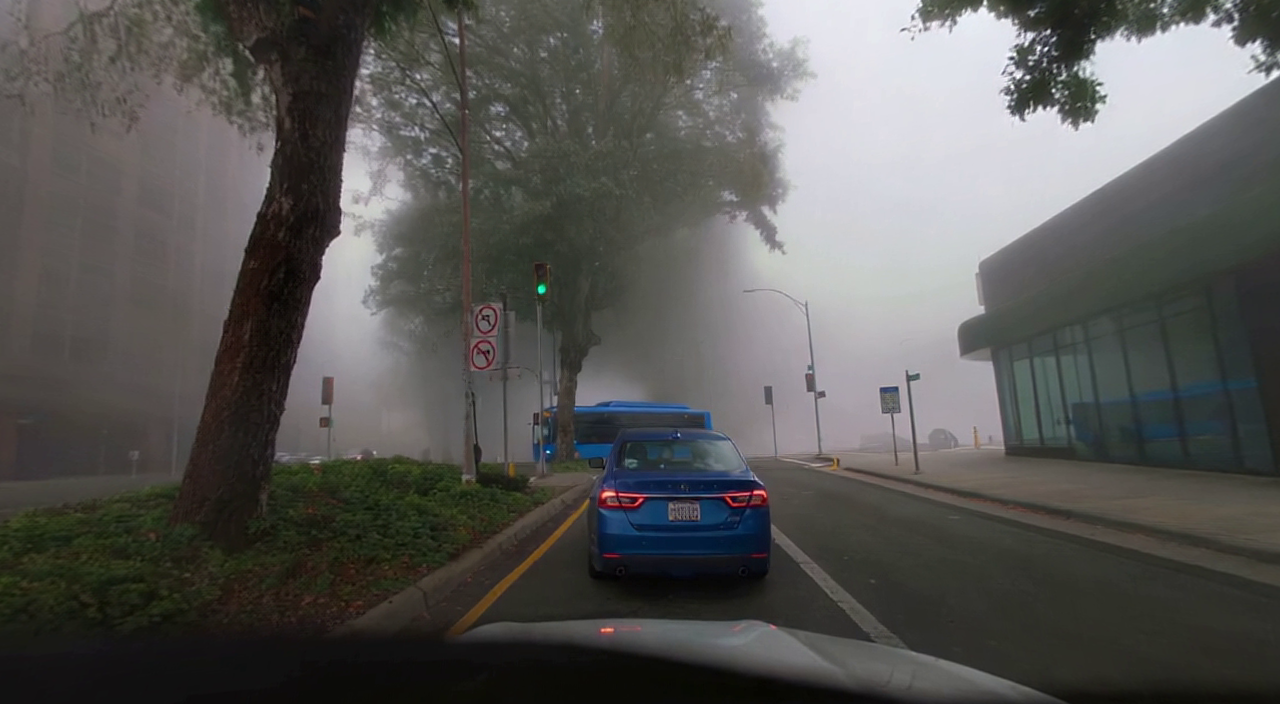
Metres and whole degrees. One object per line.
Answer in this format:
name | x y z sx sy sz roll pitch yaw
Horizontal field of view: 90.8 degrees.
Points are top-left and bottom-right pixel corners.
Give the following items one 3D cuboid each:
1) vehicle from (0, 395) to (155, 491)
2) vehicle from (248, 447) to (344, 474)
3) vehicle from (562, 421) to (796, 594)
vehicle | -25.945 3.652 25.346 2.692 3.685 10.153 -3 -9 20
vehicle | -20.330 6.388 37.609 1.883 1.461 4.830 -4 -9 23
vehicle | 0.372 1.627 7.406 2.006 1.470 3.799 0 -8 1
